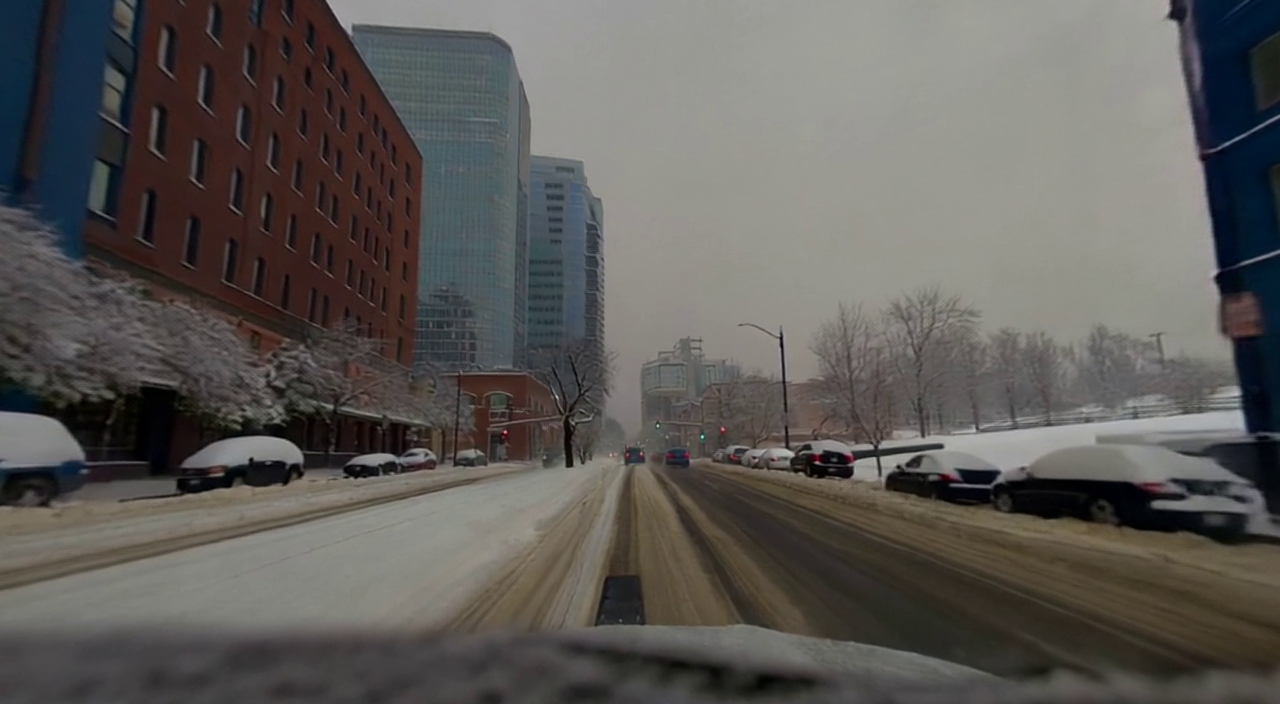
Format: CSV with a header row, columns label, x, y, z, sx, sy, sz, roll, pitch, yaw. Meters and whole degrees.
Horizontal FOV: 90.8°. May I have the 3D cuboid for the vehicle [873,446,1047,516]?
label,x,y,z,sx,sy,sz,roll,pitch,yaw
vehicle,7.846,3.183,16.115,2.018,1.489,4.620,-1,-9,0

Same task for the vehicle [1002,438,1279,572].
label,x,y,z,sx,sy,sz,roll,pitch,yaw
vehicle,7.882,2.204,9.840,2.054,1.628,3.841,0,-9,-2

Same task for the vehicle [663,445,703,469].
label,x,y,z,sx,sy,sz,roll,pitch,yaw
vehicle,2.850,7.142,43.138,2.238,1.499,4.964,0,-8,-2

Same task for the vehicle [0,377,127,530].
label,x,y,z,sx,sy,sz,roll,pitch,yaw
vehicle,-14.604,1.985,12.432,3.047,3.098,6.783,1,-8,2

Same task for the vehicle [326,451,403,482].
label,x,y,z,sx,sy,sz,roll,pitch,yaw
vehicle,-14.995,6.244,34.717,1.953,1.456,4.690,0,-8,2

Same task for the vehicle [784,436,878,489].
label,x,y,z,sx,sy,sz,roll,pitch,yaw
vehicle,7.892,4.618,26.785,2.305,1.984,5.002,0,-9,-1

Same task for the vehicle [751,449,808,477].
label,x,y,z,sx,sy,sz,roll,pitch,yaw
vehicle,7.845,6.300,36.024,2.030,1.444,4.832,0,-9,-2

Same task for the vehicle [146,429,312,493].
label,x,y,z,sx,sy,sz,roll,pitch,yaw
vehicle,-14.325,3.993,22.574,2.330,2.013,5.310,0,-12,-1

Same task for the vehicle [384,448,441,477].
label,x,y,z,sx,sy,sz,roll,pitch,yaw
vehicle,-15.054,7.287,42.058,2.063,1.735,4.317,1,-8,1
